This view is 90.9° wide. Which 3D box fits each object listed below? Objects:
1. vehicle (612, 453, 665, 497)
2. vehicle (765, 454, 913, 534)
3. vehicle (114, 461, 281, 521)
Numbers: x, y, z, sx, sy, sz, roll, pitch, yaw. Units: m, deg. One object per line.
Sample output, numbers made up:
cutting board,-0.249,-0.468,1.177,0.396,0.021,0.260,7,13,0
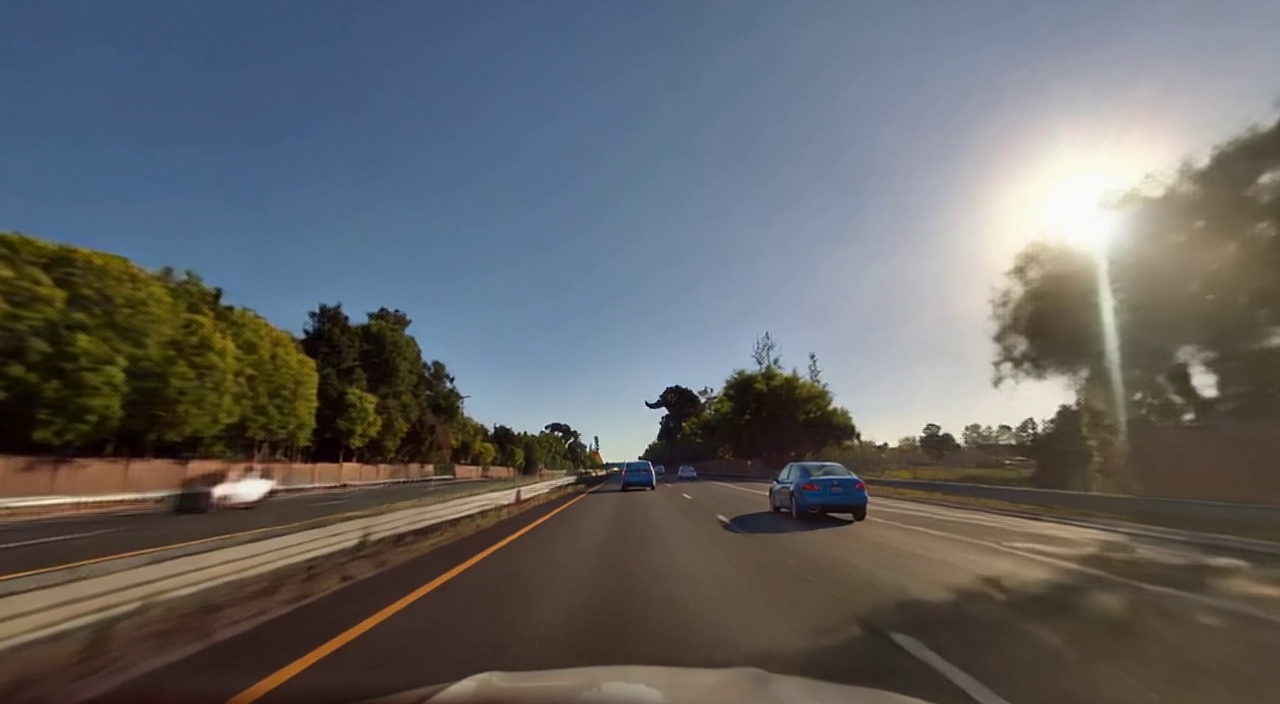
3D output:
vehicle,-0.048,5.059,26.021,2.037,1.605,3.833,1,-10,0
vehicle,4.236,3.102,14.159,1.938,1.494,4.032,1,-10,-1
vehicle,-12.625,3.970,18.351,1.966,1.486,3.941,1,-10,-1
